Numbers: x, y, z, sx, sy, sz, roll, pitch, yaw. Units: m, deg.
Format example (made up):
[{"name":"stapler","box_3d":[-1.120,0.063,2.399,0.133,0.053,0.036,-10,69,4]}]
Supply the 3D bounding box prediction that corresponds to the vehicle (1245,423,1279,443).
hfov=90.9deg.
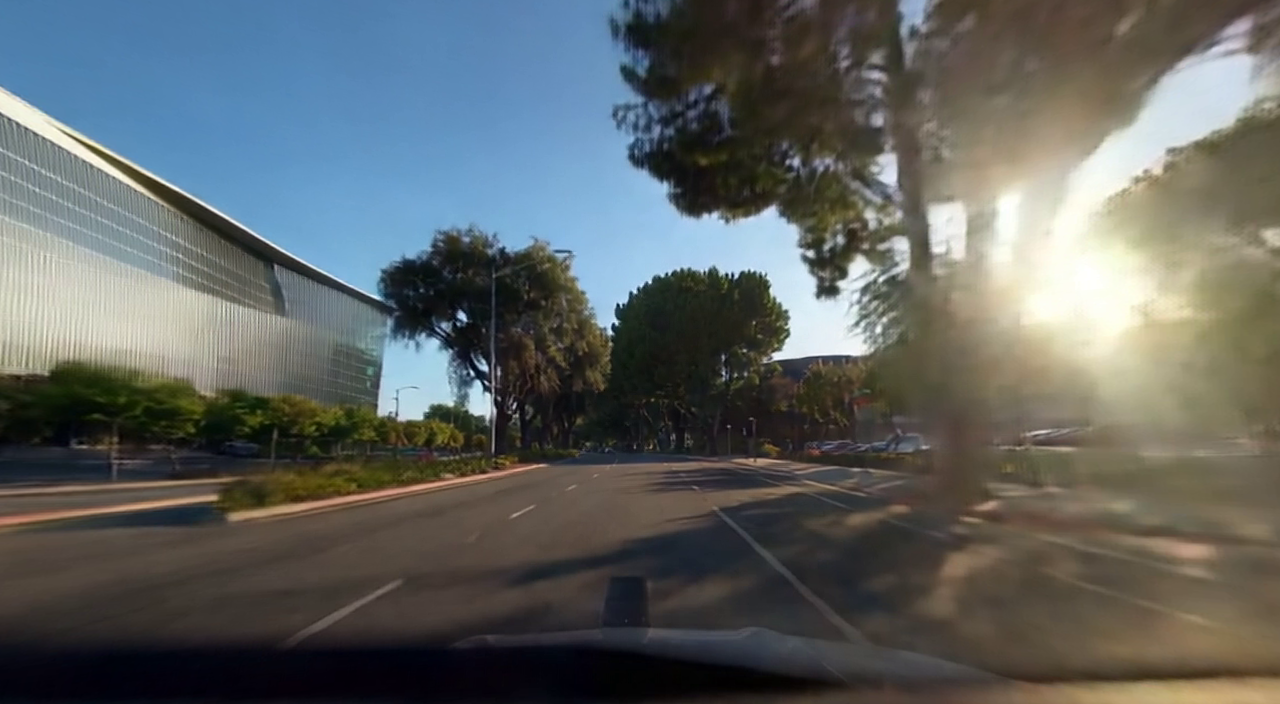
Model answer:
[{"name":"vehicle","box_3d":[46.985,6.042,47.189,1.995,1.371,4.006,-8,-9,39]}]

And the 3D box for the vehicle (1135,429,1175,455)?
[{"name":"vehicle","box_3d":[35.246,6.156,43.121,1.924,1.636,4.297,-5,-10,40]}]

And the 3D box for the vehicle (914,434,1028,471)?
[{"name":"vehicle","box_3d":[15.745,4.788,30.162,4.198,1.552,2.087,-2,-8,0]}]
